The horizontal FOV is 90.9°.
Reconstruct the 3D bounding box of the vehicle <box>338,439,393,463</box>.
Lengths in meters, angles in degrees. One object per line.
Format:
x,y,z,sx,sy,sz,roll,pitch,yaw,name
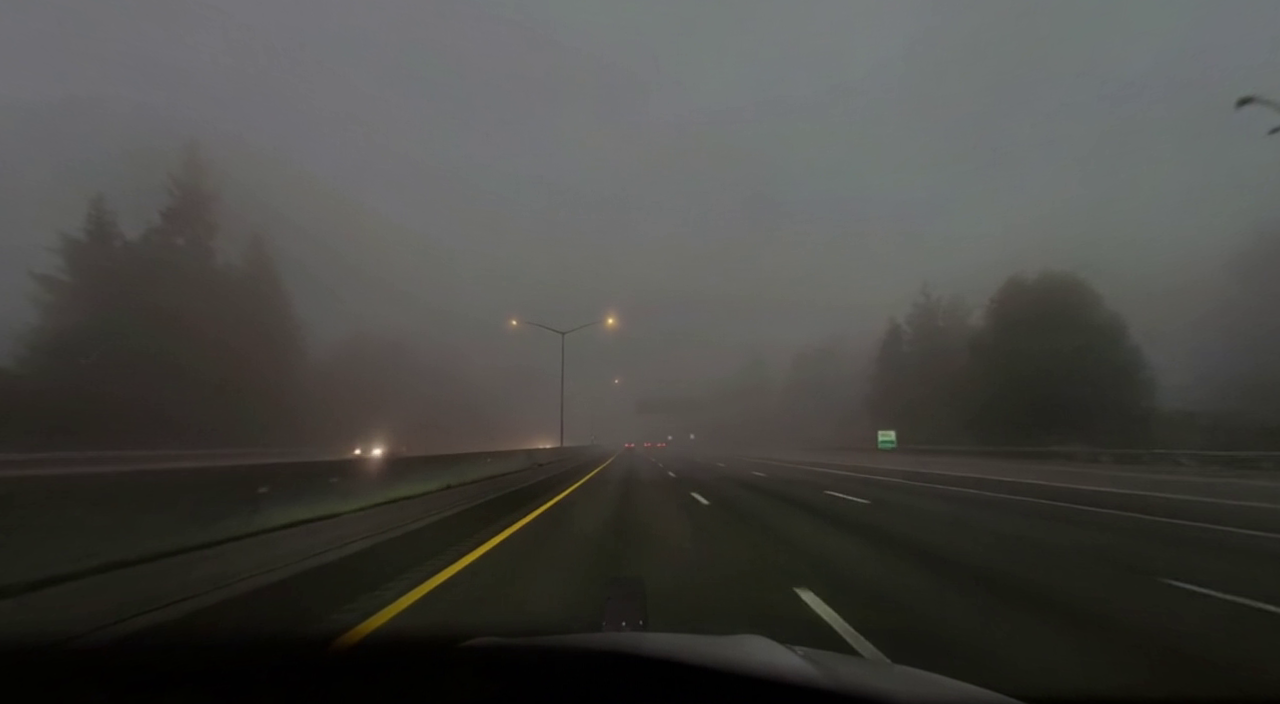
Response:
-19.519,7.059,45.105,1.907,1.553,4.616,0,-8,-1,vehicle
